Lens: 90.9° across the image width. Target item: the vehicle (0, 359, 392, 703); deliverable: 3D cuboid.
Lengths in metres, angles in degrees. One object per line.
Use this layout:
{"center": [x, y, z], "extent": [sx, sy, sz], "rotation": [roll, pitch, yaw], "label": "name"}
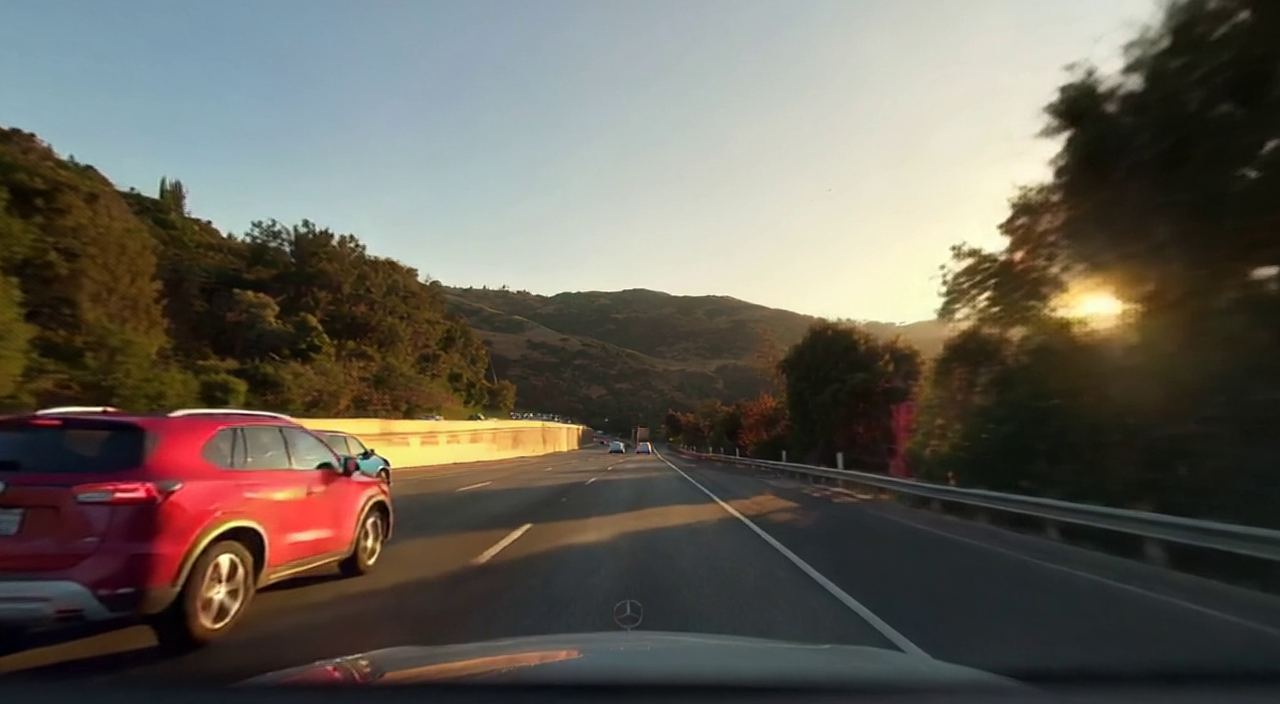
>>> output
{"center": [-3.552, 1.129, 4.235], "extent": [1.983, 1.663, 4.290], "rotation": [0, -9, 0], "label": "vehicle"}
